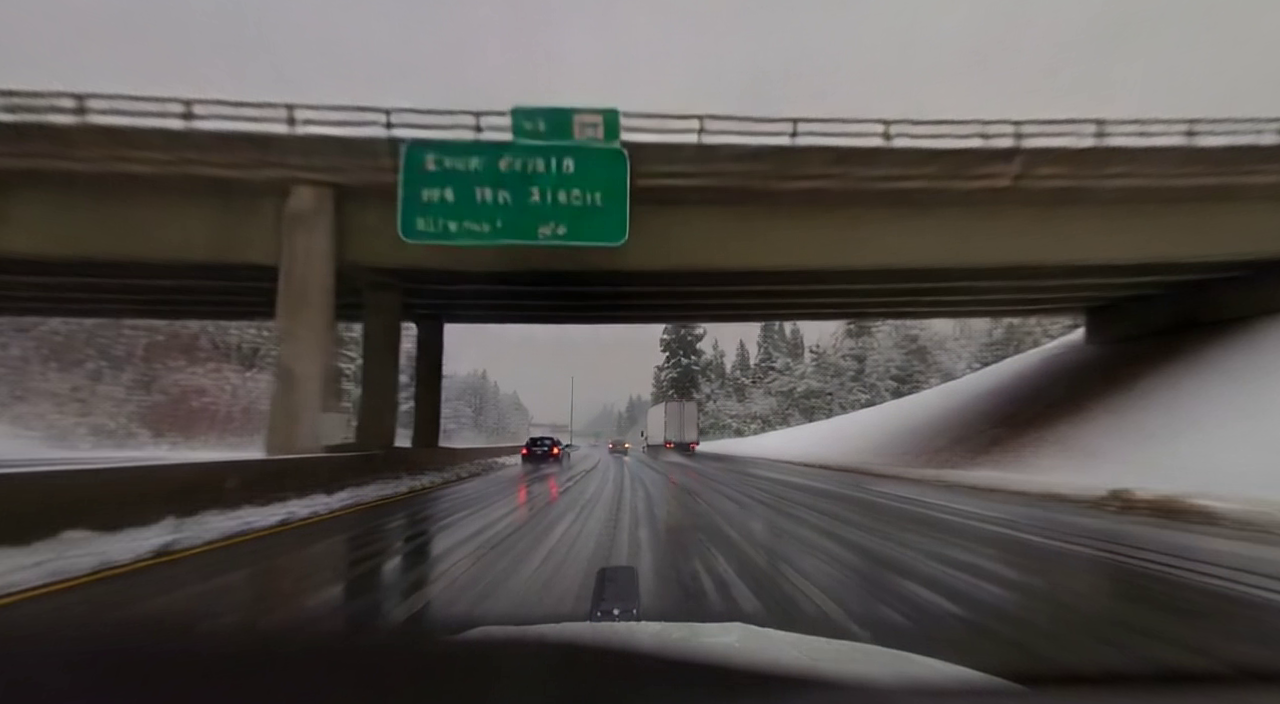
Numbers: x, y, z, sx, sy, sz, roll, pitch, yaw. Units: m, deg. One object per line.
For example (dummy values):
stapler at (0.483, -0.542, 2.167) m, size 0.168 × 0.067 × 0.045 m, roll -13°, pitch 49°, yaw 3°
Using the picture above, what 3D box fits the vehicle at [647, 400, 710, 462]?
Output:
vehicle at (2.588, 6.167, 48.356) m, size 3.301 × 4.034 × 13.722 m, roll 0°, pitch -8°, yaw -3°

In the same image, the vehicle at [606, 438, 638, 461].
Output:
vehicle at (-1.295, 6.844, 44.253) m, size 2.125 × 1.542 × 3.816 m, roll 0°, pitch -8°, yaw -2°

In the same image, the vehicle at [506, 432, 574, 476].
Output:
vehicle at (-4.326, 4.491, 28.050) m, size 2.377 × 1.747 × 4.703 m, roll 0°, pitch -8°, yaw -1°
